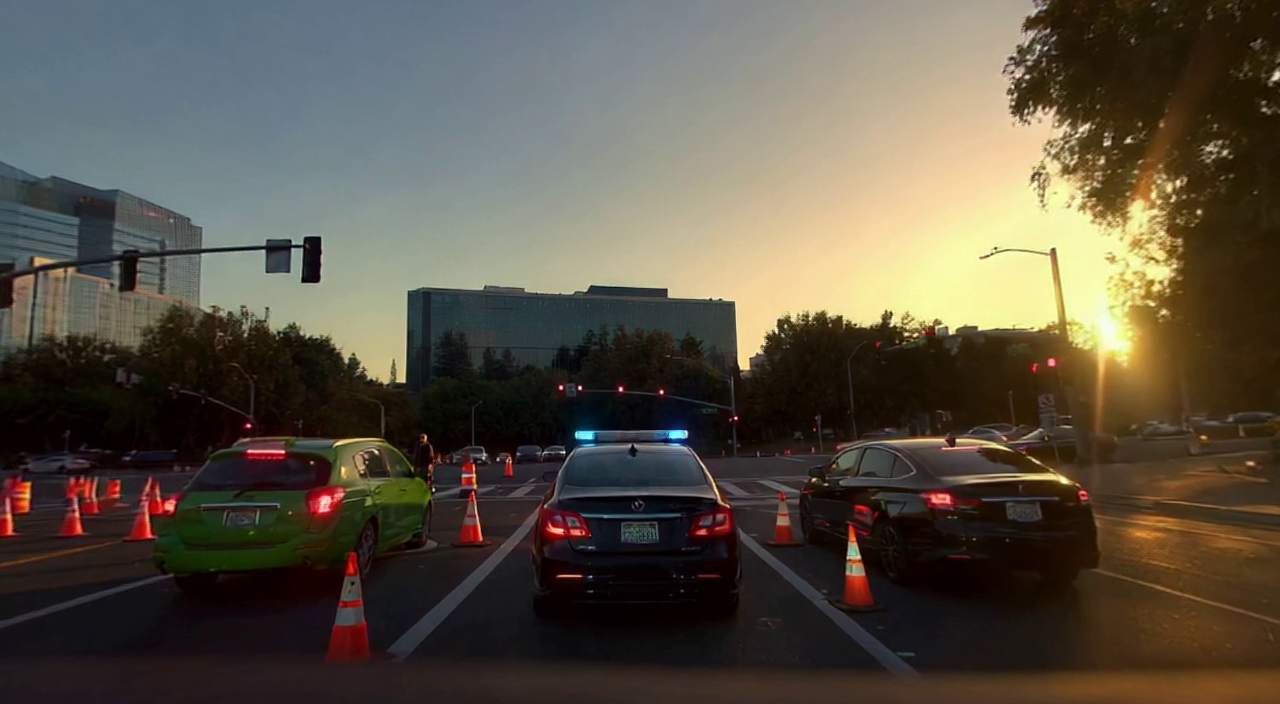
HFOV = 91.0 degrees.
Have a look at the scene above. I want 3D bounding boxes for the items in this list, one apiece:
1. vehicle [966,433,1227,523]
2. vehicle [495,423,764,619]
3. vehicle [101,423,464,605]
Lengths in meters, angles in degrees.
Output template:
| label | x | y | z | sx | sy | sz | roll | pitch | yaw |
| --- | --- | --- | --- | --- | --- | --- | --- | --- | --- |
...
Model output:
| label | x | y | z | sx | sy | sz | roll | pitch | yaw |
| --- | --- | --- | --- | --- | --- | --- | --- | --- | --- |
| vehicle | 9.359 | 2.589 | 13.579 | 1.957 | 1.576 | 4.670 | 0 | -9 | -3 |
| vehicle | -0.123 | 1.625 | 7.076 | 2.061 | 1.486 | 4.332 | 0 | -8 | -1 |
| vehicle | -3.604 | 1.674 | 7.400 | 1.863 | 1.526 | 4.006 | 0 | -8 | 1 |
